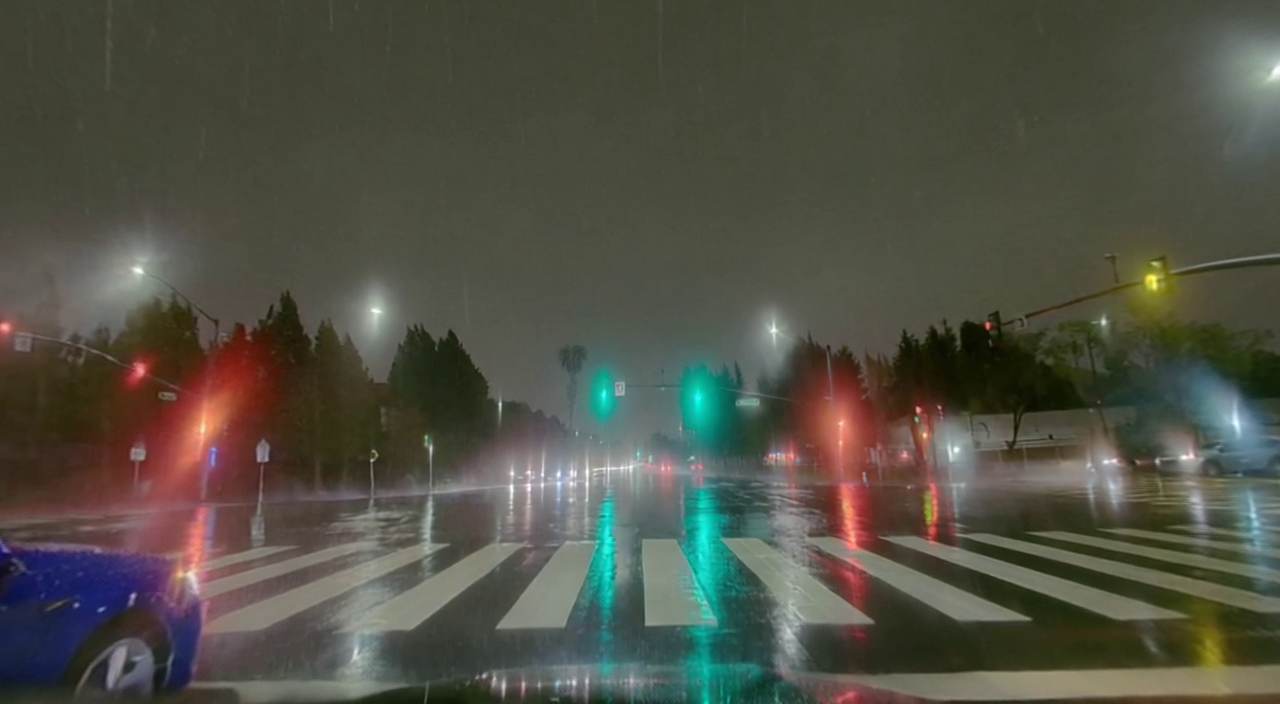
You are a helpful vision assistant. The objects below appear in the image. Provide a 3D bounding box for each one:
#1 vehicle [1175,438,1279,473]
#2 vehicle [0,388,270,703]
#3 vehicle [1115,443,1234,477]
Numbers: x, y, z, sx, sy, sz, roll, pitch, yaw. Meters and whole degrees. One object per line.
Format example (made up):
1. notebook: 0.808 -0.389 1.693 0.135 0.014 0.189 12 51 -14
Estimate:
1. vehicle: 25.665 4.379 26.800 4.347 1.411 1.784 0 -9 -2
2. vehicle: -2.991 0.801 1.451 1.969 1.513 3.773 0 -9 0
3. vehicle: 25.097 5.059 29.757 4.123 1.469 1.790 0 -8 -5
